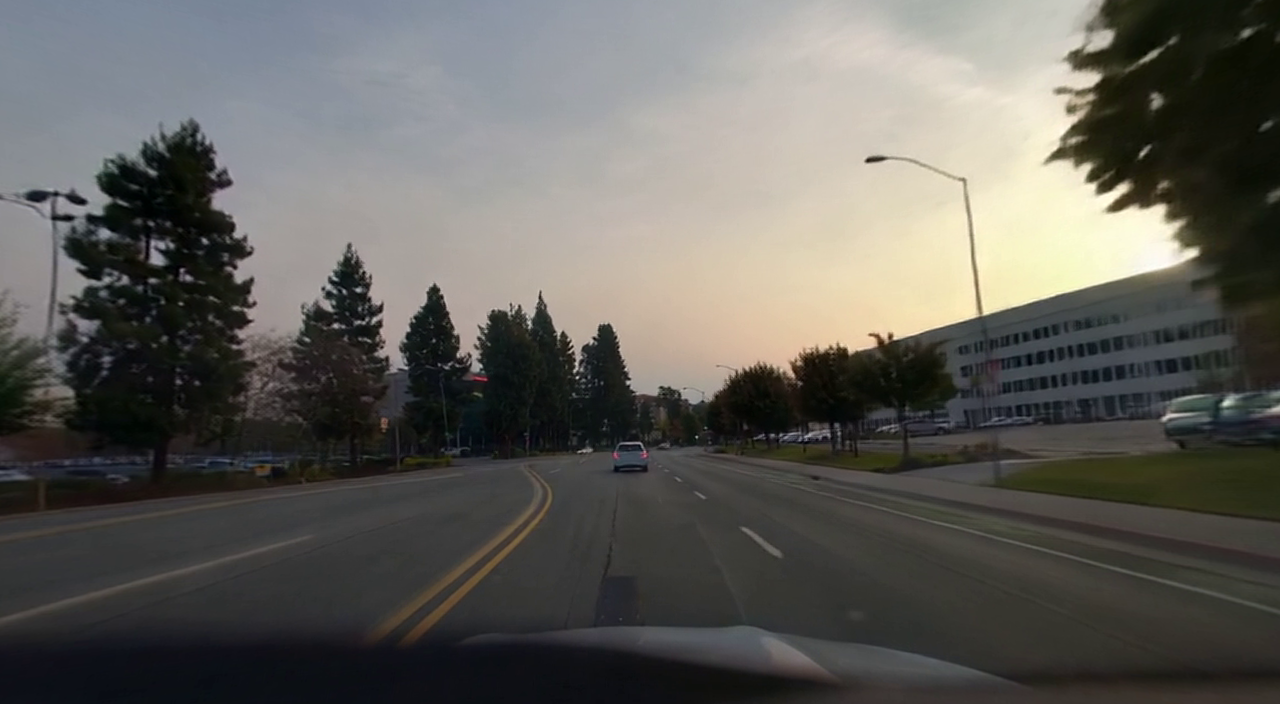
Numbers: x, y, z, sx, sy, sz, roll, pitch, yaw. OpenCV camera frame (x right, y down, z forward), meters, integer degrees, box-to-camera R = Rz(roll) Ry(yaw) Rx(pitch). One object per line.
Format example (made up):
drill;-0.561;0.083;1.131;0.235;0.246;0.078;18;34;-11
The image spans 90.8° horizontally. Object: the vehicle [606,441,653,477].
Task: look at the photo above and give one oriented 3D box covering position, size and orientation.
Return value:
vehicle;-0.510;5.256;31.284;2.181;1.639;4.127;0;-9;-1
